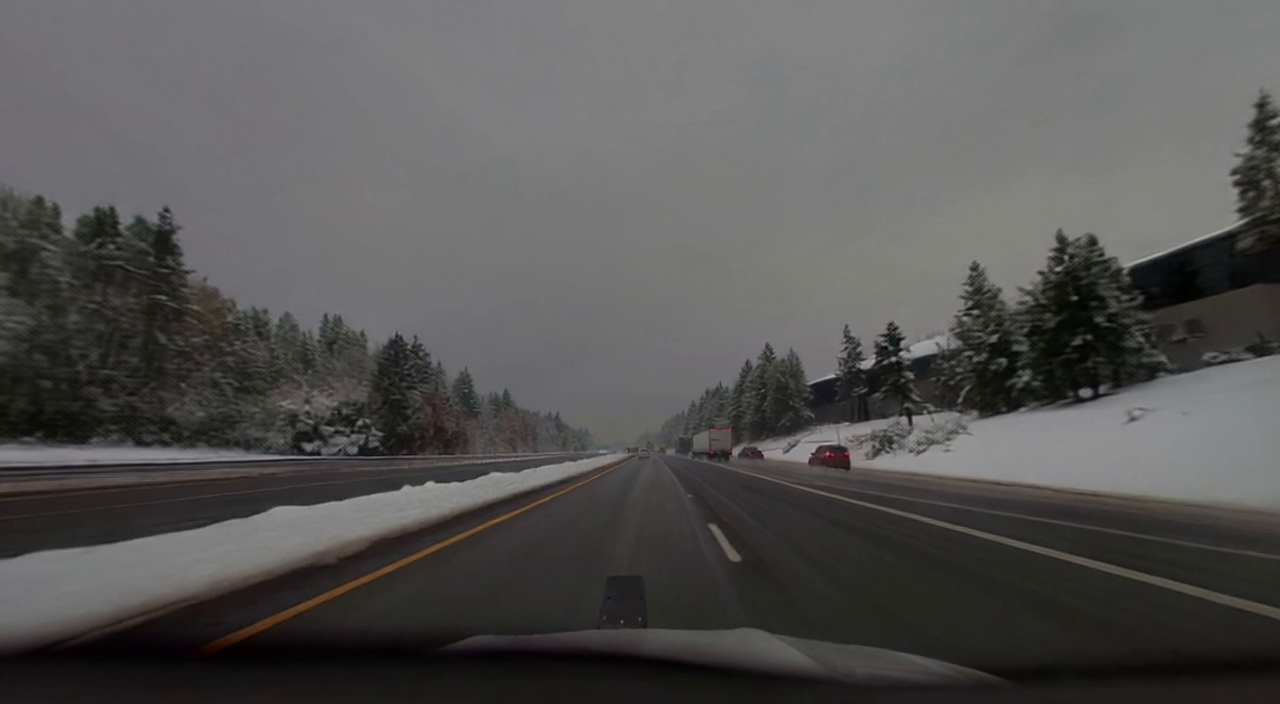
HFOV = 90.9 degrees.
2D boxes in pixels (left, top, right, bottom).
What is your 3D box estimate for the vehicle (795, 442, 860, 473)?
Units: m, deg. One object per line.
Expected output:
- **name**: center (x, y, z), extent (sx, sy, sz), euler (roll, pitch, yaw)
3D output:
- **vehicle**: center (10.957, 6.211, 37.273), extent (2.127, 1.646, 4.926), euler (0, -9, -3)
